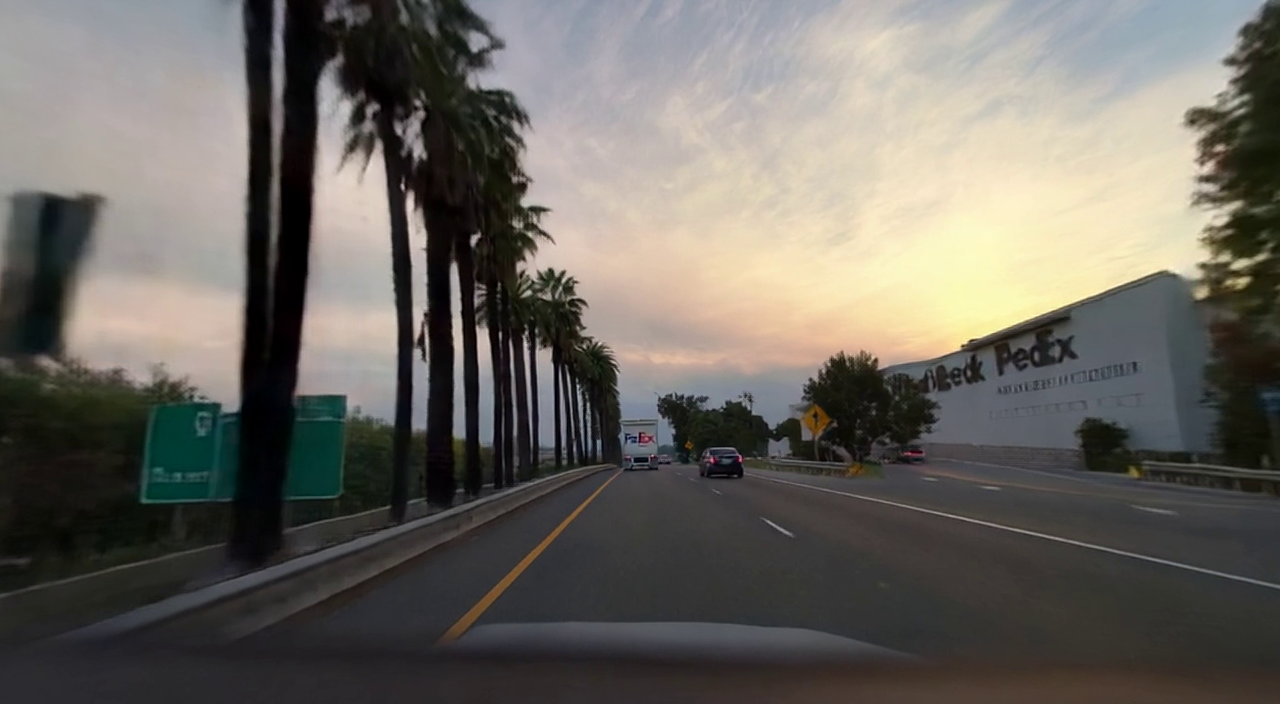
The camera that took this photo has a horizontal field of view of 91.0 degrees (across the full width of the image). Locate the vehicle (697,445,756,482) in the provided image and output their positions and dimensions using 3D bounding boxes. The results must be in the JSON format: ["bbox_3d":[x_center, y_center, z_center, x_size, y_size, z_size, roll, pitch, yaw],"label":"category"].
[{"bbox_3d":[3.834,5.008,28.583,1.966,1.558,4.238,0,-9,-1],"label":"vehicle"}]

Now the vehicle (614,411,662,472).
[{"bbox_3d":[-0.200,6.971,48.910,3.243,4.134,11.656,0,-9,-1],"label":"vehicle"}]
